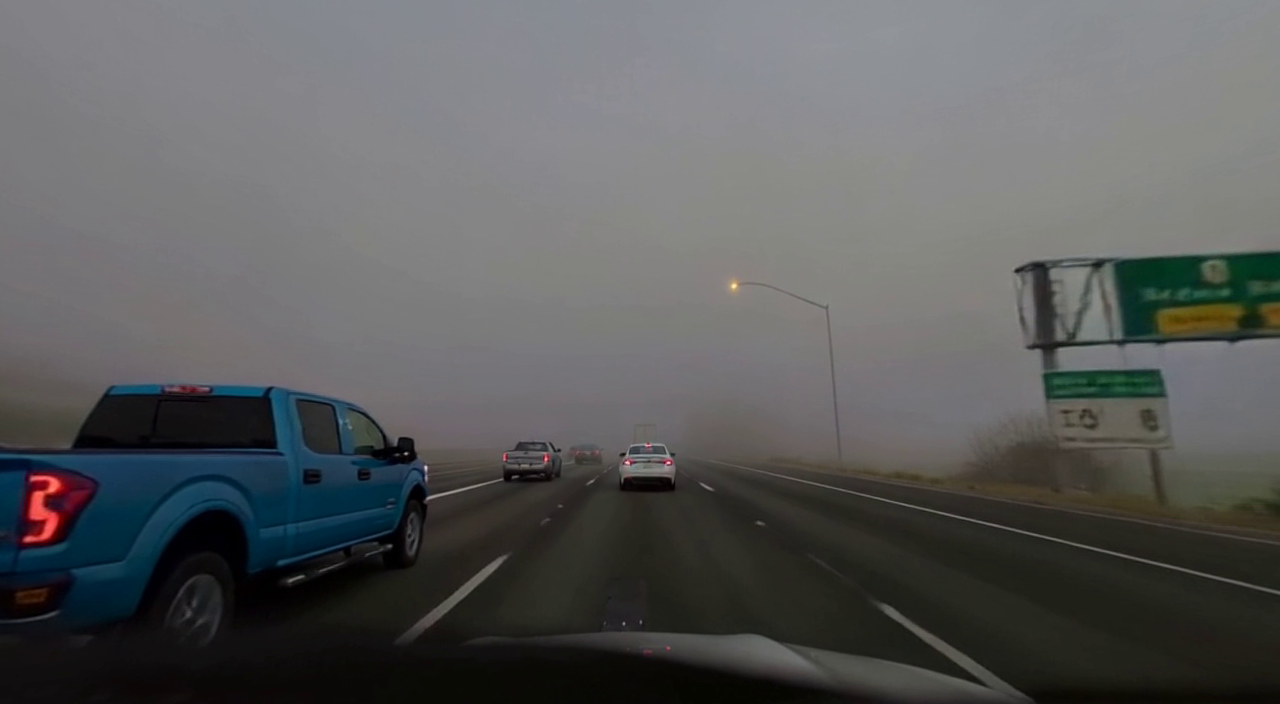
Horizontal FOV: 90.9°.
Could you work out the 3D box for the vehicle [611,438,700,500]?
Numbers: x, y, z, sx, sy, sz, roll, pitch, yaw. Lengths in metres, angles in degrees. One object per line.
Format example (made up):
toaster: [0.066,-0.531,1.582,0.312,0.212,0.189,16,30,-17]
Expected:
vehicle: [0.366,3.030,16.740,2.054,1.421,4.090,0,-8,0]

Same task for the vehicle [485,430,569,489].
vehicle: [-3.546,3.457,20.634,1.903,1.721,4.210,0,-8,1]

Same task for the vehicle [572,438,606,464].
vehicle: [-3.330,6.557,41.909,1.897,1.646,4.049,0,-8,1]

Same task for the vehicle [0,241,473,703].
vehicle: [-3.371,1.044,5.146,2.269,2.060,5.933,0,-8,1]
